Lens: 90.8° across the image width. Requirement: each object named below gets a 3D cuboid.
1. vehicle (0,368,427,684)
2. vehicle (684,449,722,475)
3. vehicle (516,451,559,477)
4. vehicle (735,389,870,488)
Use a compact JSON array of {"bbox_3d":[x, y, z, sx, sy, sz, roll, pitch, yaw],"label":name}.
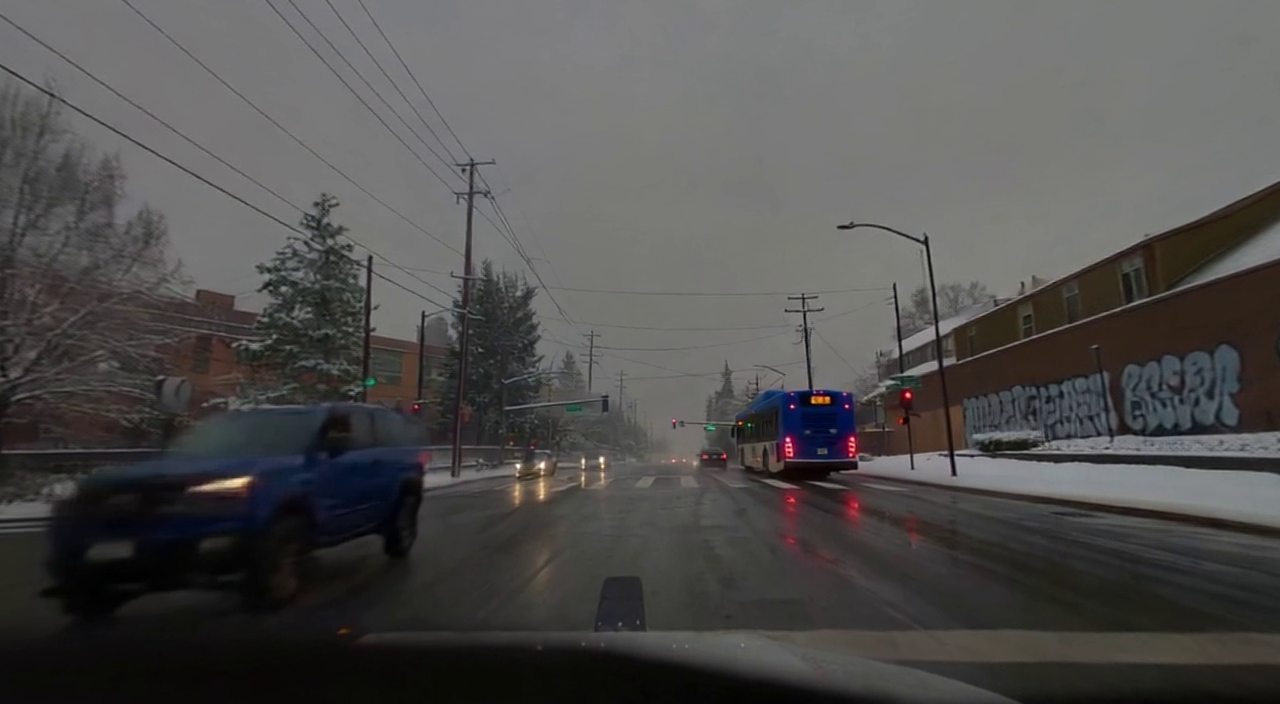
[{"bbox_3d":[-3.736,1.302,5.786,2.015,1.818,4.061,-1,-8,2],"label":"vehicle"},{"bbox_3d":[3.801,6.721,38.949,1.961,1.470,4.196,0,-8,1],"label":"vehicle"},{"bbox_3d":[-7.232,7.951,44.991,2.011,1.672,4.637,-1,-8,4],"label":"vehicle"},{"bbox_3d":[6.635,3.953,28.476,3.045,3.447,12.604,0,-8,2],"label":"vehicle"}]
